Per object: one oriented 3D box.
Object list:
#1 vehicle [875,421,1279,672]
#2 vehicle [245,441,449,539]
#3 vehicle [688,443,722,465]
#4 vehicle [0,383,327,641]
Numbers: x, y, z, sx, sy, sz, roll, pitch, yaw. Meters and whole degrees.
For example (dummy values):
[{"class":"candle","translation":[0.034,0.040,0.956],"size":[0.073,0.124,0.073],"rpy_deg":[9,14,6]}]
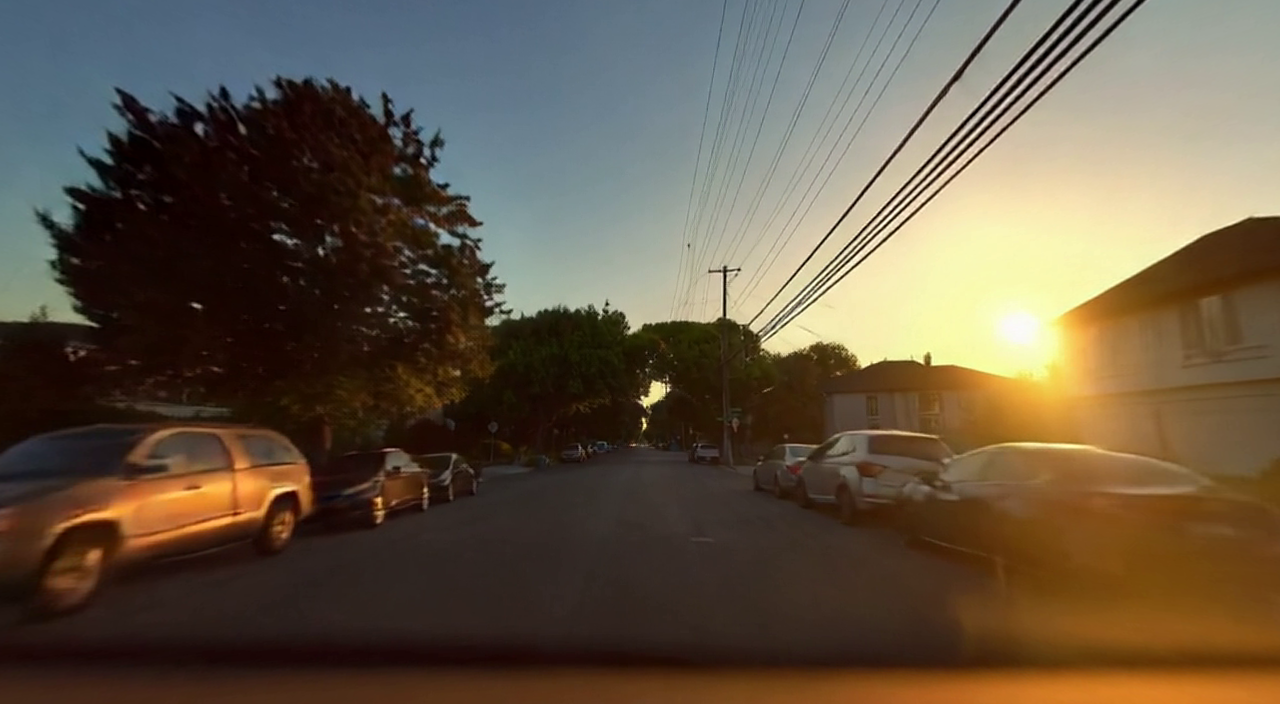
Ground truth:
[{"class":"vehicle","translation":[4.072,1.502,6.094],"size":[1.830,1.491,4.453],"rpy_deg":[0,-8,-1]},{"class":"vehicle","translation":[-5.345,2.515,12.321],"size":[1.904,1.504,4.530],"rpy_deg":[0,-8,-1]},{"class":"vehicle","translation":[4.413,6.946,43.106],"size":[1.851,1.438,4.177],"rpy_deg":[0,-8,0]},{"class":"vehicle","translation":[-5.743,1.458,6.666],"size":[2.052,1.916,5.084],"rpy_deg":[0,-8,2]}]
